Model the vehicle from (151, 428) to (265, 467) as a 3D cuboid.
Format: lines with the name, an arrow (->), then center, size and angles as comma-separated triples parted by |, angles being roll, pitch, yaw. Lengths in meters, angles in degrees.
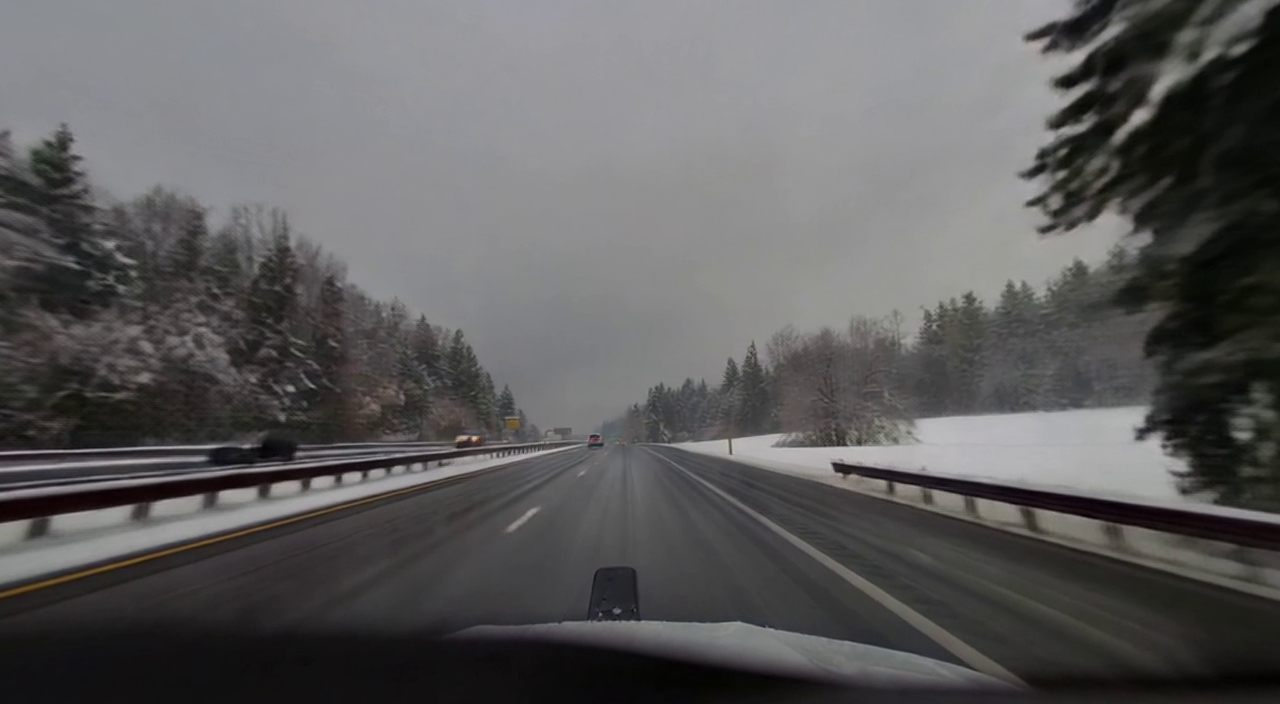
vehicle -> -17.566, 3.883, 25.859 | 1.803, 1.450, 4.066 | 0, -8, -1
